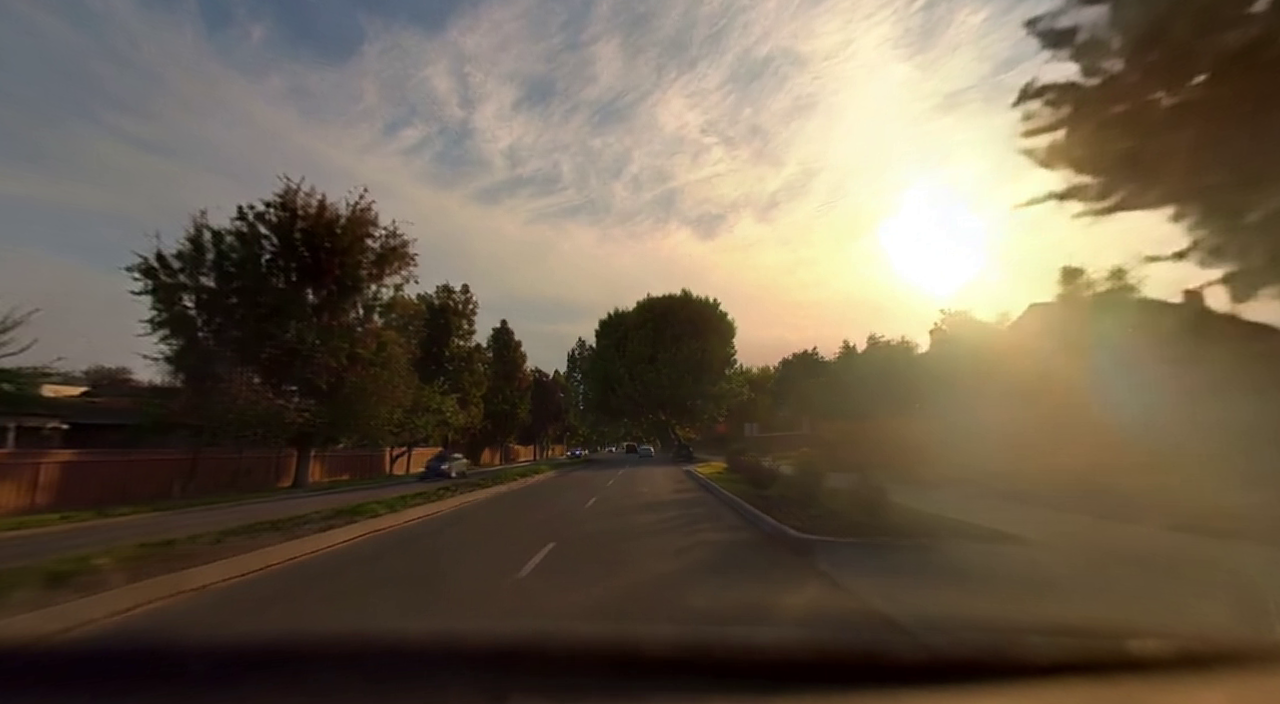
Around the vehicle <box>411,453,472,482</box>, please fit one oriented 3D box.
[{"bbox_3d":[-11.532,6.704,36.895,1.947,1.513,4.710,0,-8,1],"label":"vehicle"}]
